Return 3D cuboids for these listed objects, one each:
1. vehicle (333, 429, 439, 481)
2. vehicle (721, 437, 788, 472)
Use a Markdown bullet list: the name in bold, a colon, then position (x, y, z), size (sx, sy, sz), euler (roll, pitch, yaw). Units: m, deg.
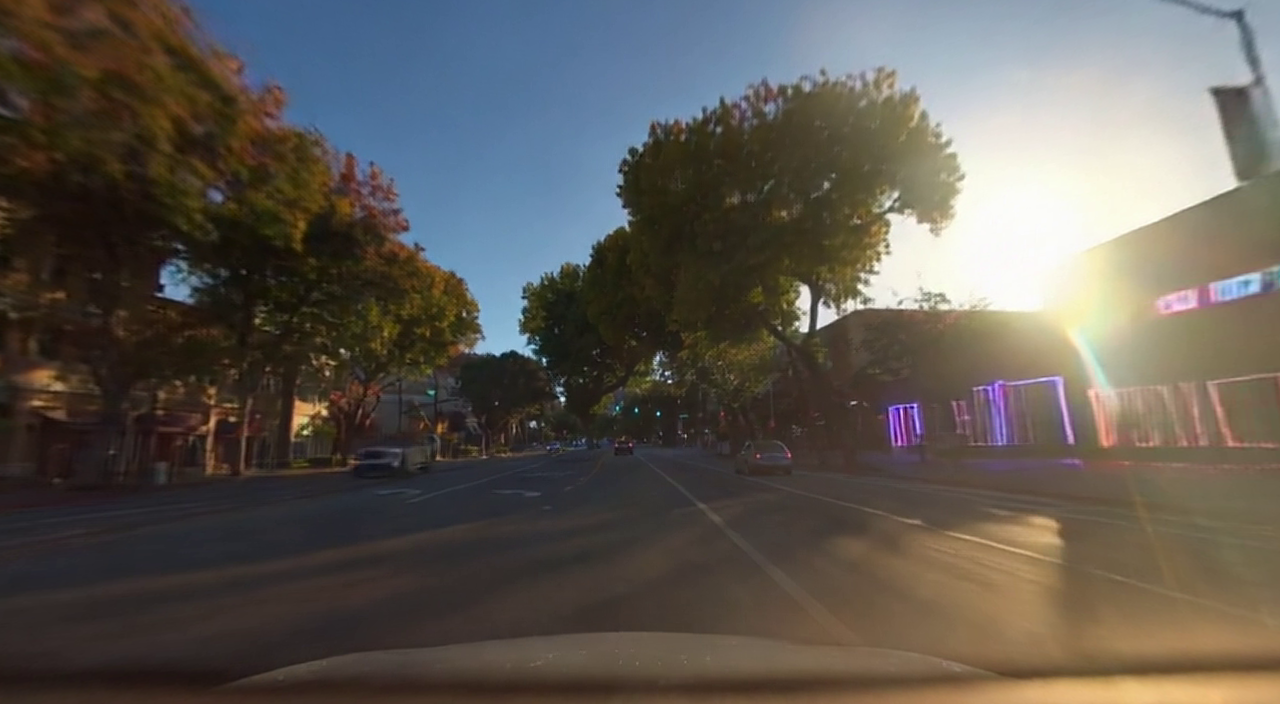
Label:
- **vehicle**: position (-10.847, 4.436, 27.573), size (2.290, 1.989, 5.924), euler (0, -8, -2)
- **vehicle**: position (5.168, 4.719, 29.231), size (2.024, 1.475, 4.600), euler (0, -8, -3)
